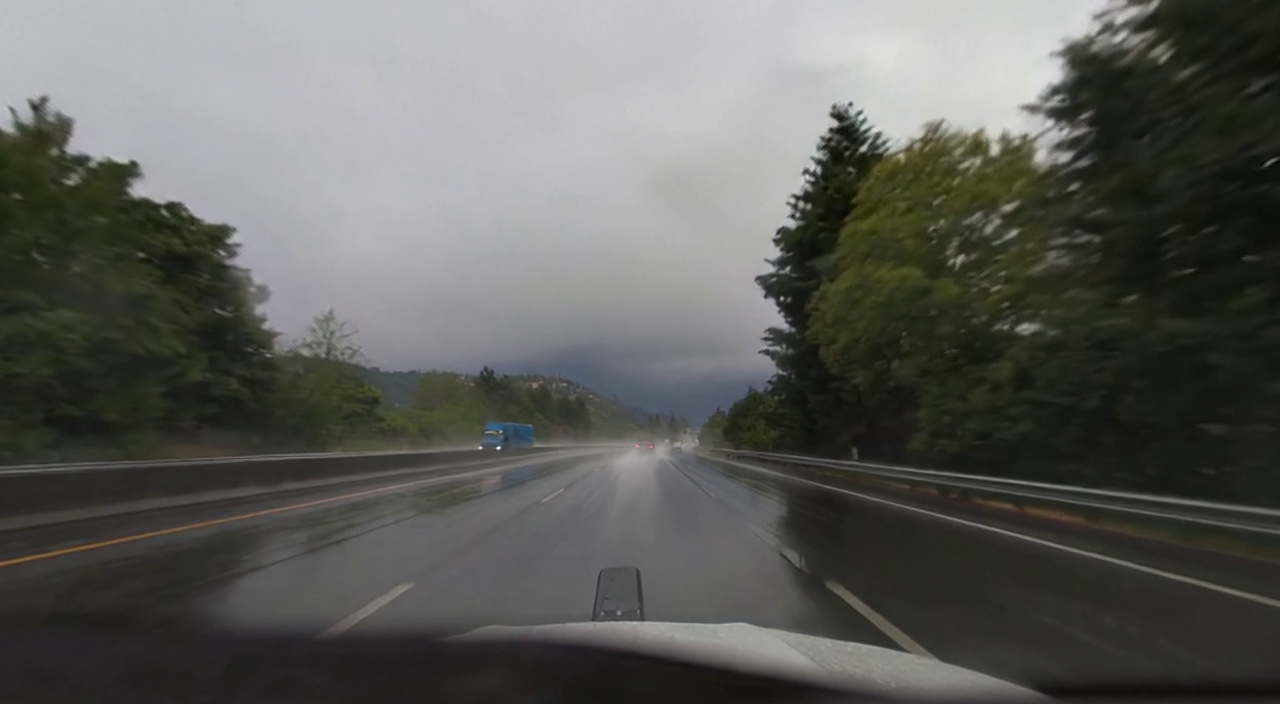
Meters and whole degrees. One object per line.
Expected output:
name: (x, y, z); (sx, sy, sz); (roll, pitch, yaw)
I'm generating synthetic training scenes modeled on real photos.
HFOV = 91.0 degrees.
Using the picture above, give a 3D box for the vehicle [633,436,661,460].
vehicle: (0.499, 7.211, 47.379); (2.058, 1.649, 3.942); (0, -8, 0)
